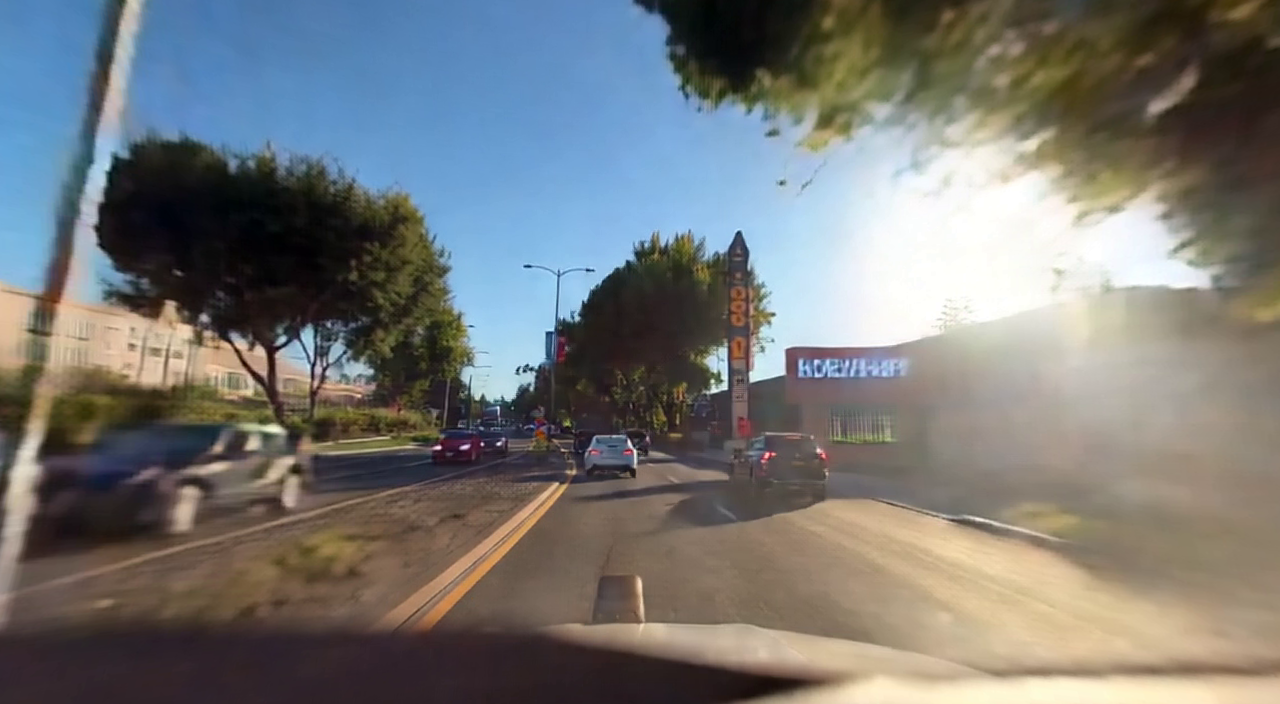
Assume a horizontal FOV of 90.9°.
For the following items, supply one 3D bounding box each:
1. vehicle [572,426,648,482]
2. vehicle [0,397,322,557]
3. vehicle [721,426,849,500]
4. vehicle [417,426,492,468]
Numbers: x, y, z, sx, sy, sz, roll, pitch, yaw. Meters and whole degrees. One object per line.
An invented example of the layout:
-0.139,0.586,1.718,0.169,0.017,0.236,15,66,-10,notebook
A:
-0.938,2.945,18.491,1.991,1.472,3.518,1,-8,-4,vehicle
-6.290,1.550,8.526,1.966,1.616,4.038,1,-8,-3,vehicle
3.257,2.555,14.978,1.889,1.480,3.876,1,-8,-4,vehicle
-7.342,3.792,25.418,2.007,1.532,4.266,1,-8,-4,vehicle
